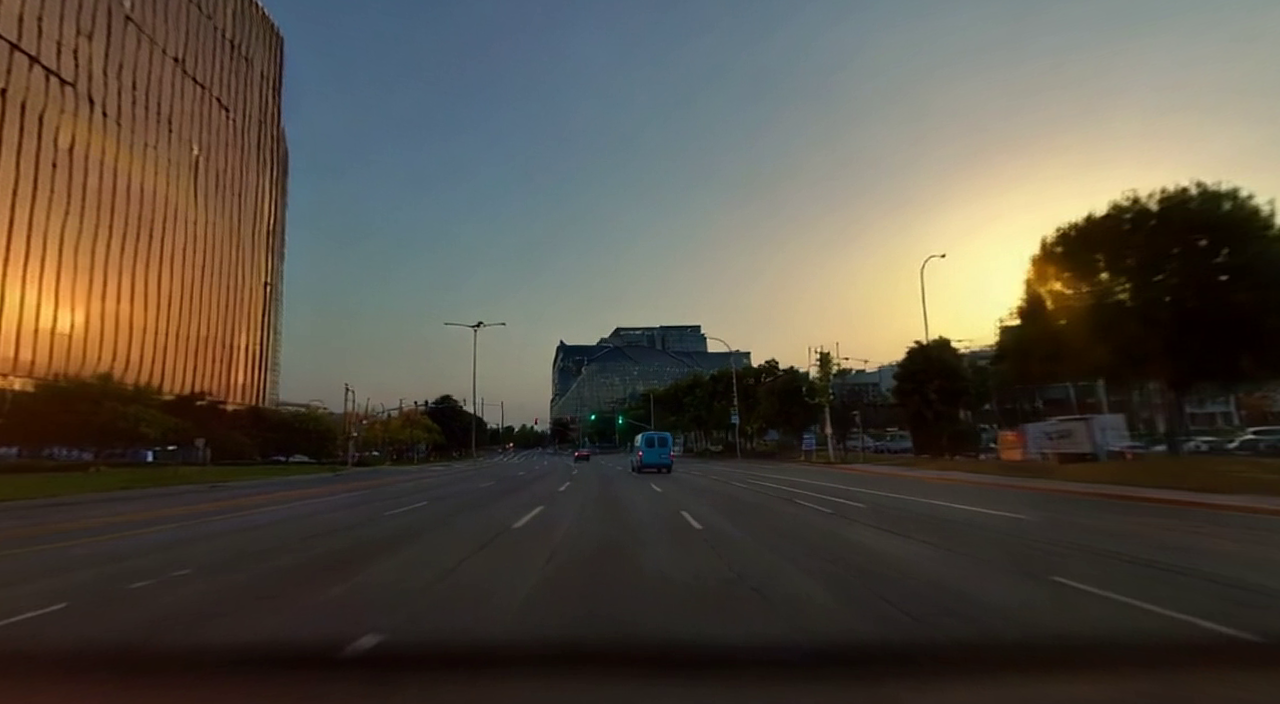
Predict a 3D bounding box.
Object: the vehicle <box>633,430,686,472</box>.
[{"bbox_3d":[1.012,5.723,36.526,2.339,2.244,4.817,1,-9,-7],"label":"vehicle"}]
